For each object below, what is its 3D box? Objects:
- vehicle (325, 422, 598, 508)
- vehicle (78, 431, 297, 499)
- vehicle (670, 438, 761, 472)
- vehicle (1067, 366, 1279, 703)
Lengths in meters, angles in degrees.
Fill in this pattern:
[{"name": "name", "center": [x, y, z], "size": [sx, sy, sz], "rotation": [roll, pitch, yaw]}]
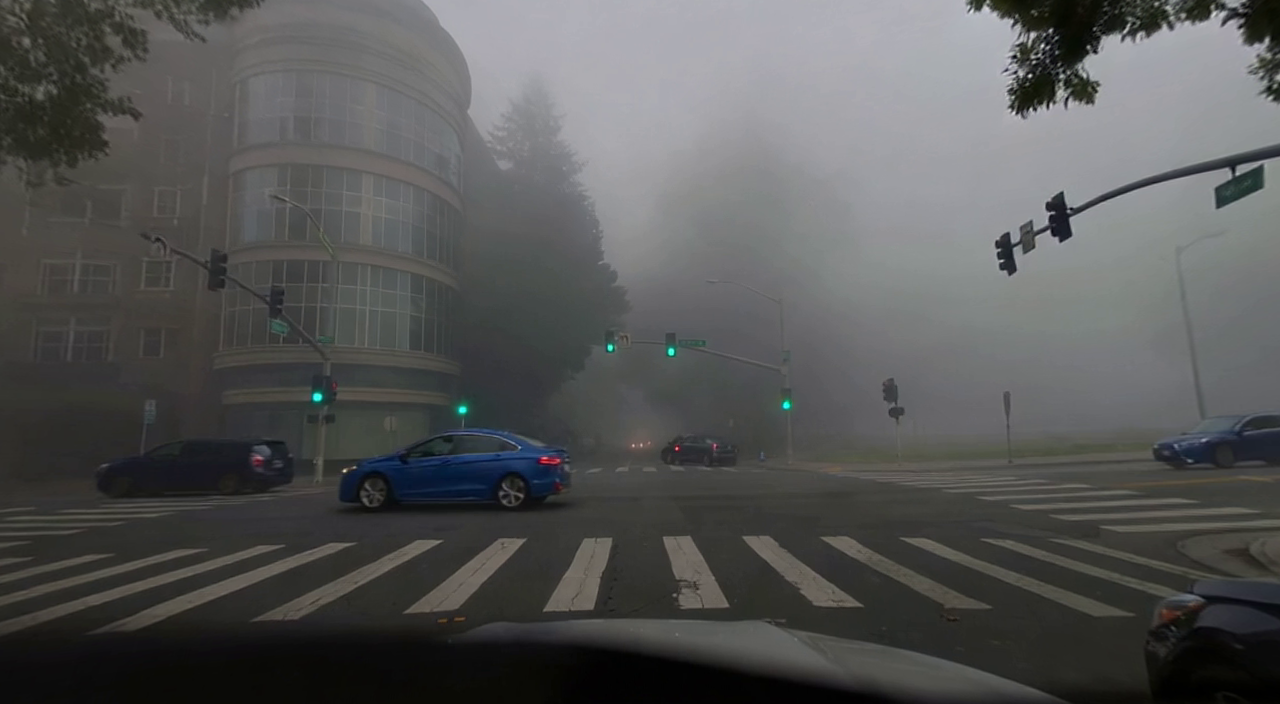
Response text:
[{"name": "vehicle", "center": [-3.675, 2.448, 13.773], "size": [5.369, 1.704, 1.993], "rotation": [0, -8, 1]}, {"name": "vehicle", "center": [-12.455, 3.118, 17.532], "size": [4.565, 1.769, 1.940], "rotation": [0, -8, 0]}, {"name": "vehicle", "center": [3.426, 4.793, 29.429], "size": [2.031, 1.442, 4.446], "rotation": [4, -9, -28]}, {"name": "vehicle", "center": [2.885, 0.678, 0.827], "size": [1.947, 1.576, 3.825], "rotation": [0, -8, 1]}]
